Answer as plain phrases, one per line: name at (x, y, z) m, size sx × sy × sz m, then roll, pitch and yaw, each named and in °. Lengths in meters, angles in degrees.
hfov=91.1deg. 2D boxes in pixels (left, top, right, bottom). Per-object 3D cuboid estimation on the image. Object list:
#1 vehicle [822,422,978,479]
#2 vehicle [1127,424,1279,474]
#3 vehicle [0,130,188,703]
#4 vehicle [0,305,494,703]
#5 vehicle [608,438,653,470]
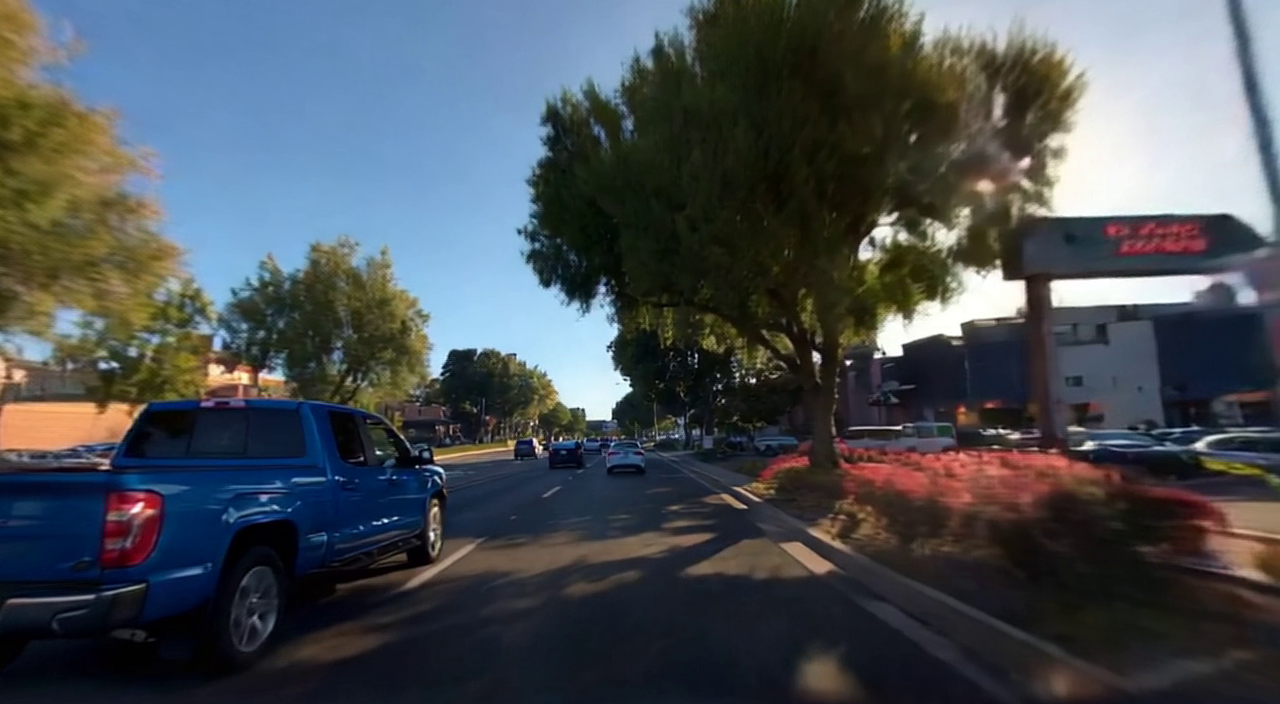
vehicle at (8.931, 3.354, 21.542) m, size 5.109 × 1.735 × 1.997 m, roll 4°, pitch -9°, yaw -26°
vehicle at (19.962, 3.316, 21.478) m, size 4.836 × 1.567 × 2.051 m, roll -5°, pitch -10°, yaw 30°
vehicle at (-3.696, 0.217, 0.505) m, size 2.733 × 2.495 × 5.037 m, roll 0°, pitch -8°, yaw 2°
vehicle at (-3.694, 1.273, 6.598) m, size 2.552 × 2.079 × 6.810 m, roll 0°, pitch -8°, yaw 1°
vehicle at (-0.502, 5.353, 33.160) m, size 2.191 × 1.530 × 4.470 m, roll 0°, pitch -8°, yaw -1°
